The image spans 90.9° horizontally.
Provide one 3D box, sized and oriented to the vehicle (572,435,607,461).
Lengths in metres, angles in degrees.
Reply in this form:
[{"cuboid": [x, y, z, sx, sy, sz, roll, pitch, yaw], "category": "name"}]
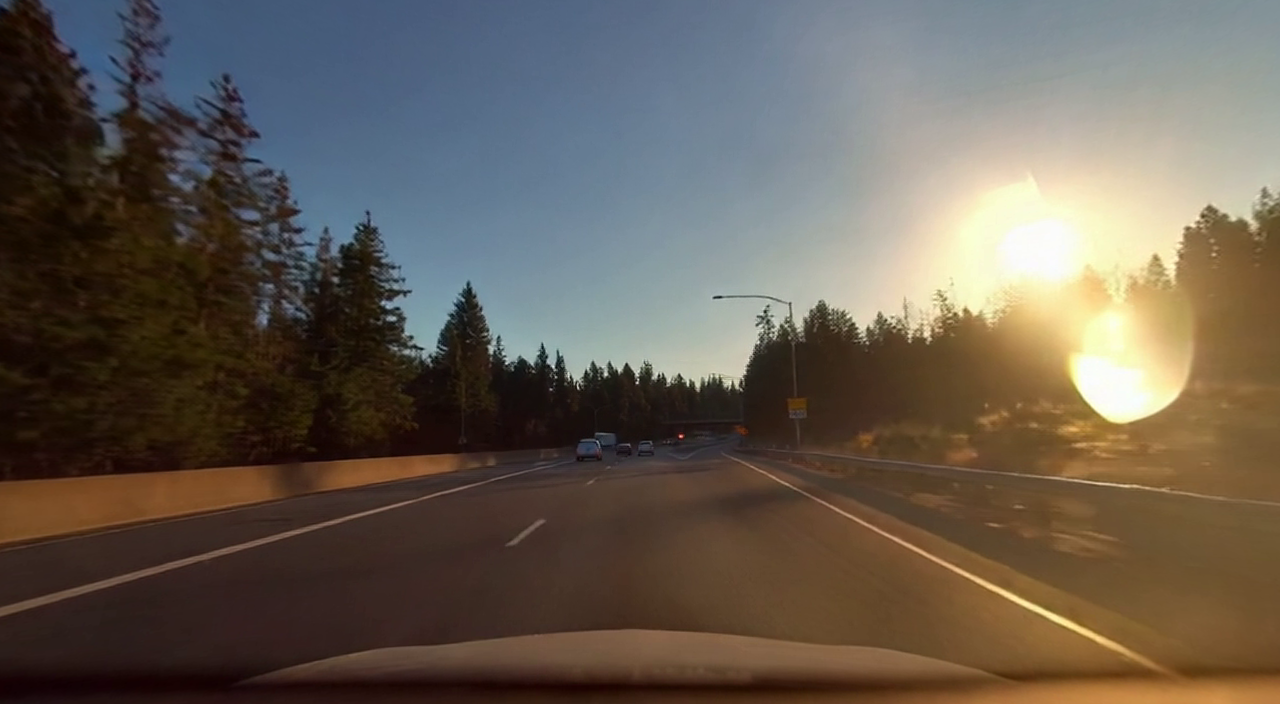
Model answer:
[{"cuboid": [-3.581, 6.925, 45.561, 2.129, 1.742, 4.217, -1, -8, 1], "category": "vehicle"}]
